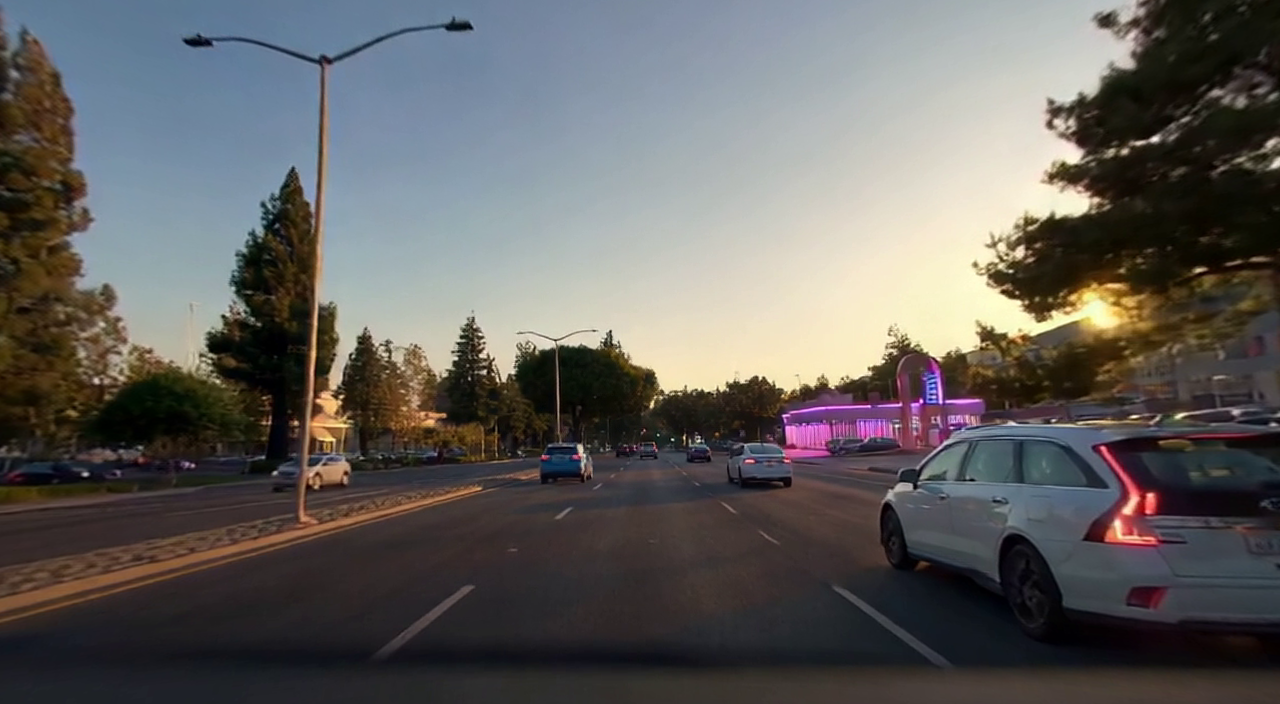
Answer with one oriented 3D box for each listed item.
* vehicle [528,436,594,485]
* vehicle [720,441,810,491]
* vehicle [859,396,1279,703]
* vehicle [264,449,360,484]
[{"bbox_3d":[-2.998,4.222,24.804,1.981,1.731,4.360,0,-9,1],"label":"vehicle"},{"bbox_3d":[4.085,3.801,21.488,2.036,1.480,4.659,0,-8,-1],"label":"vehicle"},{"bbox_3d":[3.494,1.258,4.755,1.976,1.491,4.714,0,-8,0],"label":"vehicle"},{"bbox_3d":[-19.296,6.722,37.517,2.501,1.862,5.754,-1,-9,2],"label":"vehicle"}]
